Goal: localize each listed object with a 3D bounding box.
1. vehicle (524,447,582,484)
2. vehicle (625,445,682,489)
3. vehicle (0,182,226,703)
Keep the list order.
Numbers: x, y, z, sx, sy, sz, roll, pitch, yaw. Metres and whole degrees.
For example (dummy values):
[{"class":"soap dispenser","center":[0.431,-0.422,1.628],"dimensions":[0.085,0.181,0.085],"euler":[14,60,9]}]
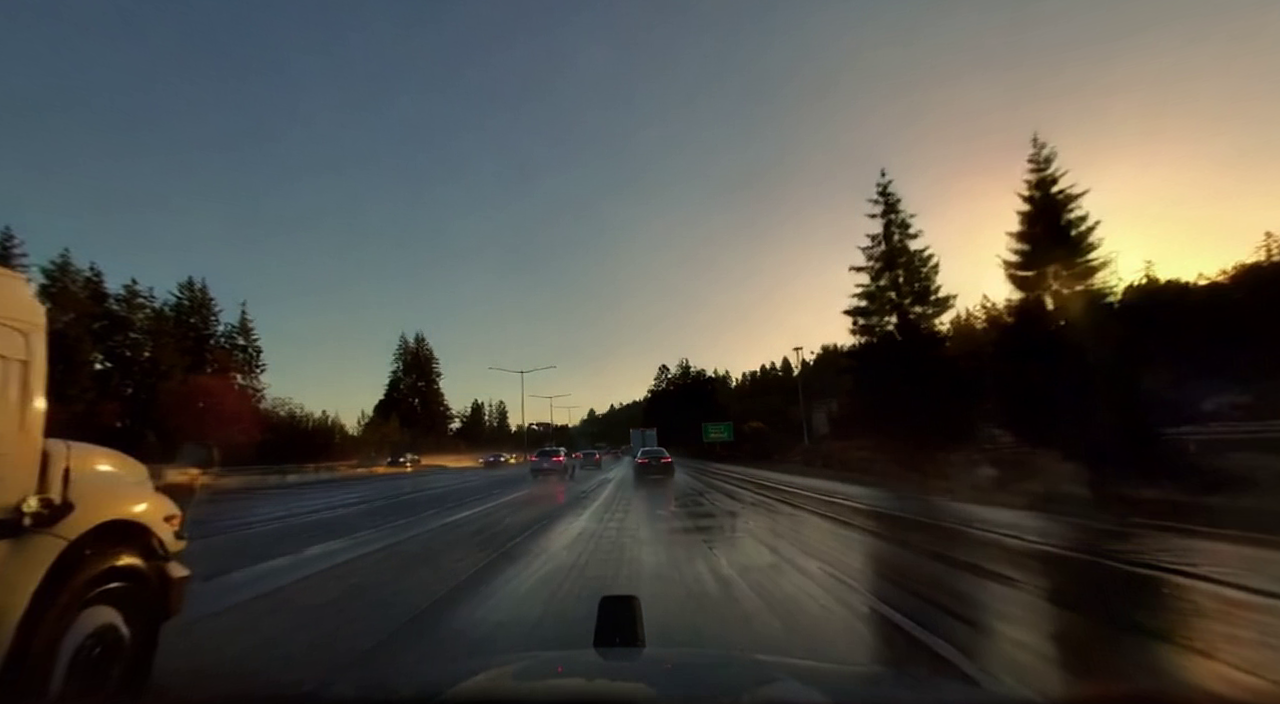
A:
[{"class":"vehicle","center":[-3.769,4.994,27.938],"dimensions":[1.940,1.502,4.463],"euler":[0,-9,1]},{"class":"vehicle","center":[0.457,4.393,24.249],"dimensions":[2.015,1.526,4.286],"euler":[0,-9,-1]},{"class":"vehicle","center":[-3.985,0.260,0.995],"dimensions":[2.523,2.458,6.022],"euler":[0,-9,0]}]
